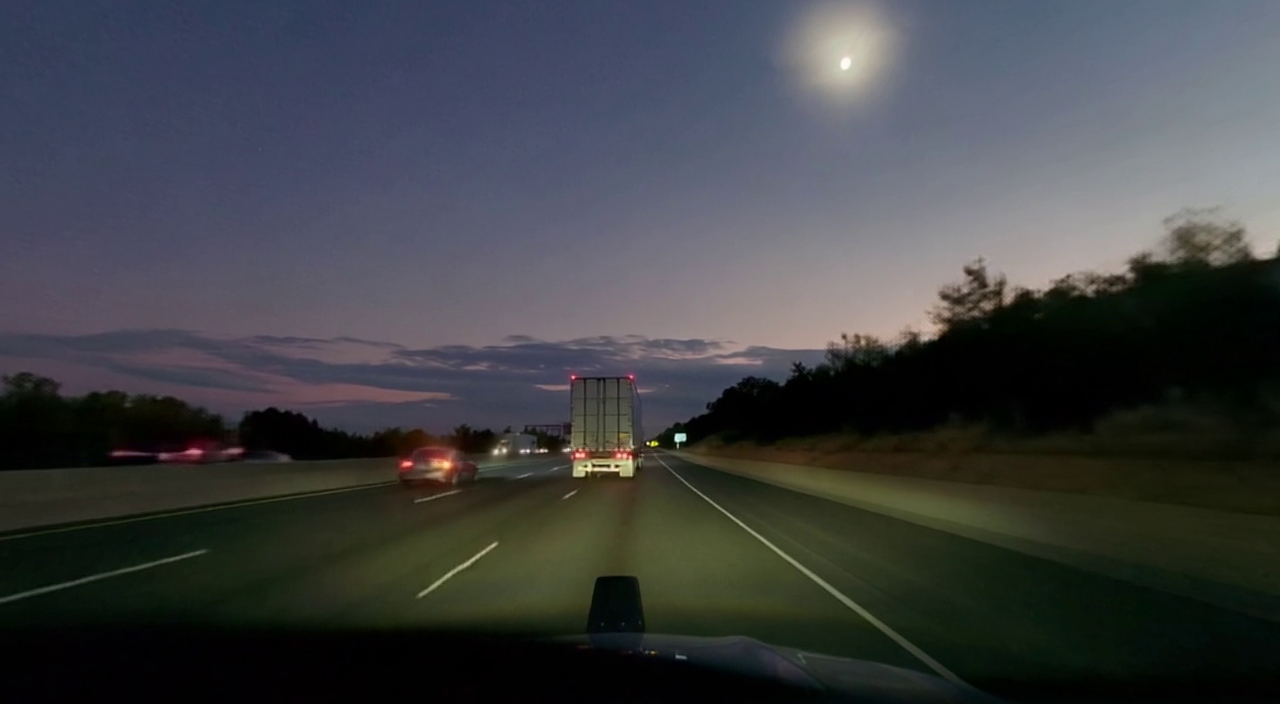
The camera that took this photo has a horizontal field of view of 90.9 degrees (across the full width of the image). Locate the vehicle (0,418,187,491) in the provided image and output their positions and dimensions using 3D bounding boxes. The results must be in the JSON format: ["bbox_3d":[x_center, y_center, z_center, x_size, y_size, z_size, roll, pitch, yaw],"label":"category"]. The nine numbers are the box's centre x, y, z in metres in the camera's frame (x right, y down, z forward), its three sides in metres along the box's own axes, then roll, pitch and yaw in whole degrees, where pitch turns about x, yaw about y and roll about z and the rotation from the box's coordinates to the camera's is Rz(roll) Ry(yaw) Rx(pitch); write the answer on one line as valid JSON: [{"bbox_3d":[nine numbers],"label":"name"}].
[{"bbox_3d":[-18.654,3.444,21.365,2.211,2.118,5.723,0,-9,1],"label":"vehicle"}]

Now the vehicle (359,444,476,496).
[{"bbox_3d":[-6.709,3.606,19.612,1.967,1.420,4.473,0,-9,0],"label":"vehicle"}]

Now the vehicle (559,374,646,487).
[{"bbox_3d":[-1.282,3.925,30.180,2.851,4.098,14.436,0,-9,2],"label":"vehicle"}]
